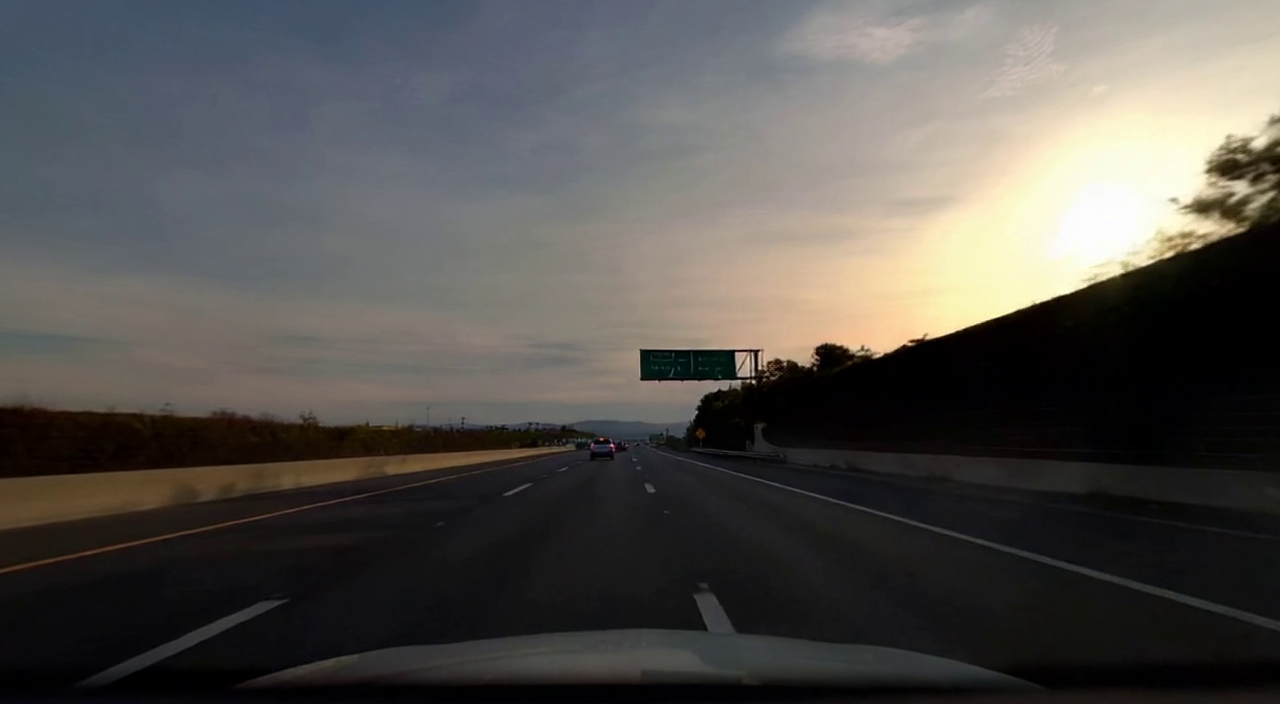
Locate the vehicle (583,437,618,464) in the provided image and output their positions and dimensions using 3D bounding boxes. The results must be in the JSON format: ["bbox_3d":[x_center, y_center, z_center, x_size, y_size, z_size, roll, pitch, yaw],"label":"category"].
[{"bbox_3d":[-2.443,6.230,39.904,2.111,1.635,4.177,0,-8,-2],"label":"vehicle"}]
